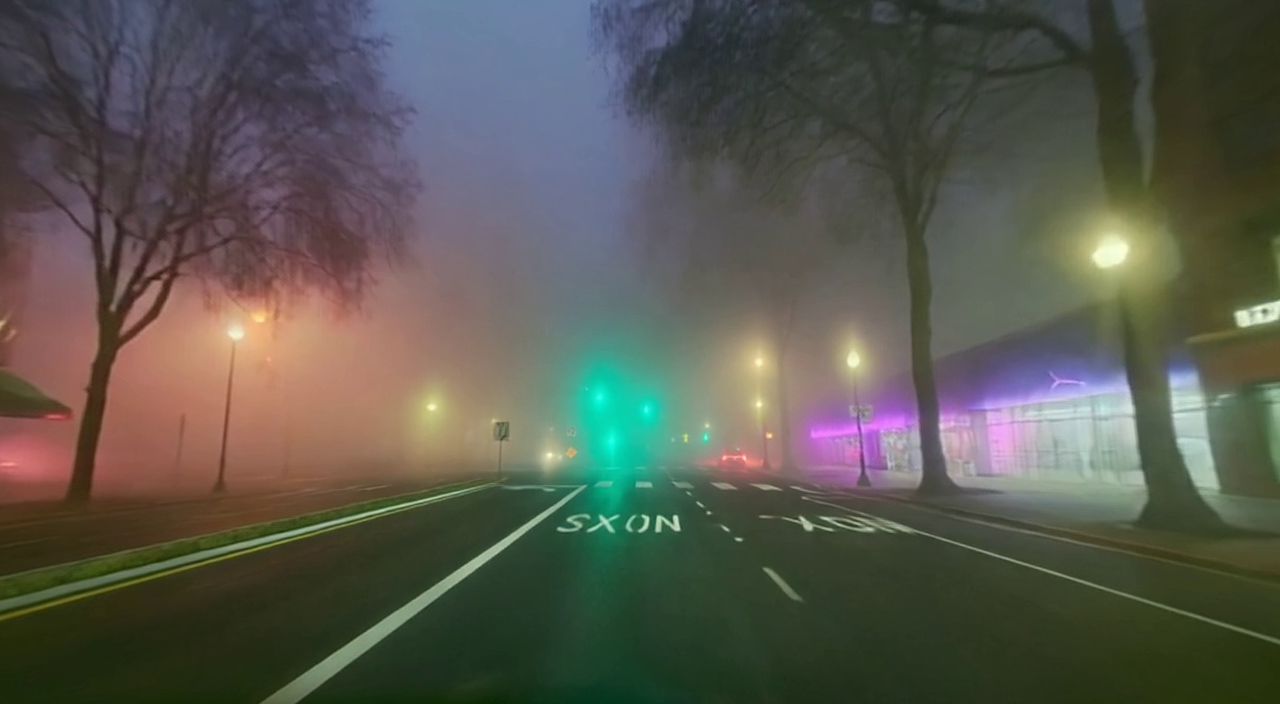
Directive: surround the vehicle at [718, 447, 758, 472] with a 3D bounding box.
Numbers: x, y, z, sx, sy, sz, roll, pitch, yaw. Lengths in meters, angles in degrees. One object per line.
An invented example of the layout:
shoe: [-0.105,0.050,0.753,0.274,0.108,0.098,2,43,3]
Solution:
vehicle: [6.385,7.052,41.544,1.906,1.523,4.336,0,-9,-1]
